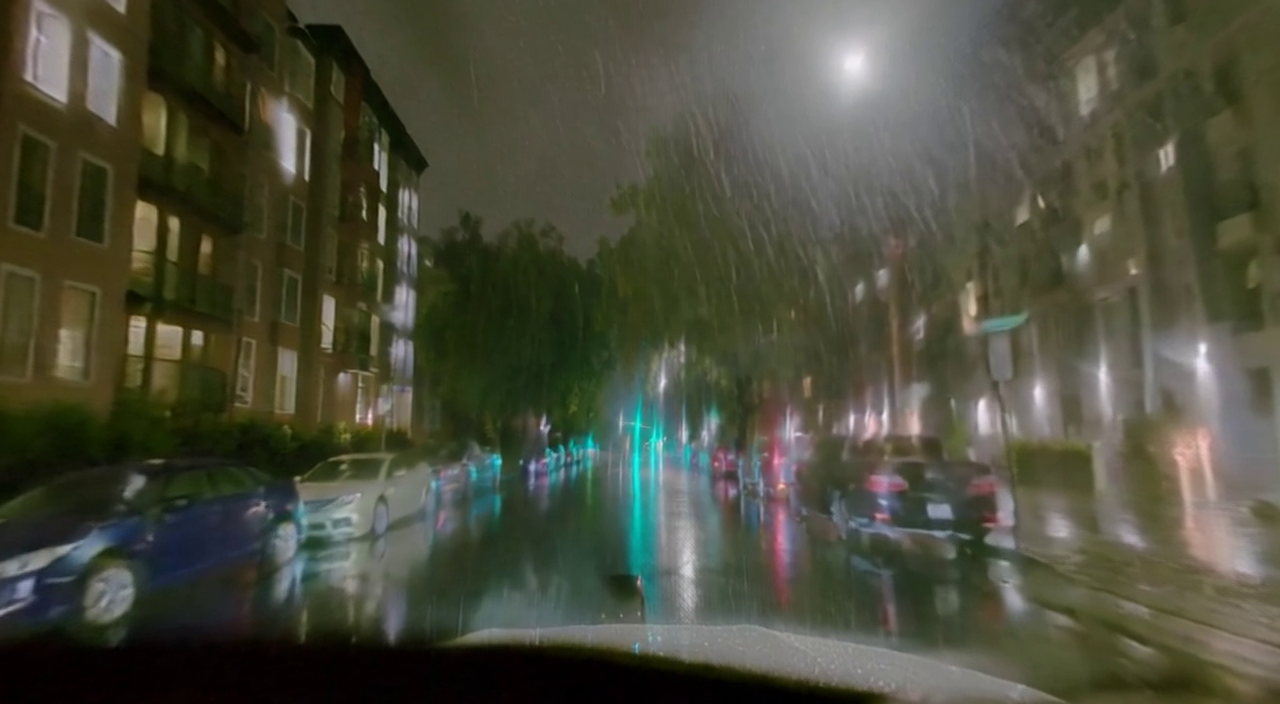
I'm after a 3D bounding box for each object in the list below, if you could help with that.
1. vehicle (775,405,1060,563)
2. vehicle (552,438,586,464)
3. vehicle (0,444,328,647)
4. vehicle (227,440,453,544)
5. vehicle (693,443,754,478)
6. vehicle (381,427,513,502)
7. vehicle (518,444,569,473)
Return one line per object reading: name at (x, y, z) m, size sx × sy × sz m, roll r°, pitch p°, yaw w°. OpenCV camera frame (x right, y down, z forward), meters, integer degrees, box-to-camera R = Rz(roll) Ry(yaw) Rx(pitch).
vehicle at (3.754, 1.904, 9.870) m, size 2.082 × 1.809 × 4.998 m, roll 0°, pitch -9°, yaw -1°
vehicle at (-5.335, 7.571, 48.245) m, size 2.069 × 1.881 × 4.697 m, roll 0°, pitch -9°, yaw 0°
vehicle at (-5.404, 1.759, 6.820) m, size 1.799 × 1.440 × 4.411 m, roll -2°, pitch -9°, yaw 1°
vehicle at (-5.346, 2.518, 12.179) m, size 2.026 × 1.461 × 4.837 m, roll -3°, pitch -9°, yaw 0°
vehicle at (3.665, 4.865, 28.593) m, size 1.881 × 1.460 × 4.737 m, roll 1°, pitch -9°, yaw -3°
vehicle at (-5.257, 3.157, 18.107) m, size 2.213 × 1.825 × 4.986 m, roll 0°, pitch -9°, yaw 0°
vehicle at (-5.218, 5.841, 34.833) m, size 2.080 × 1.458 × 4.511 m, roll 0°, pitch -9°, yaw 0°
